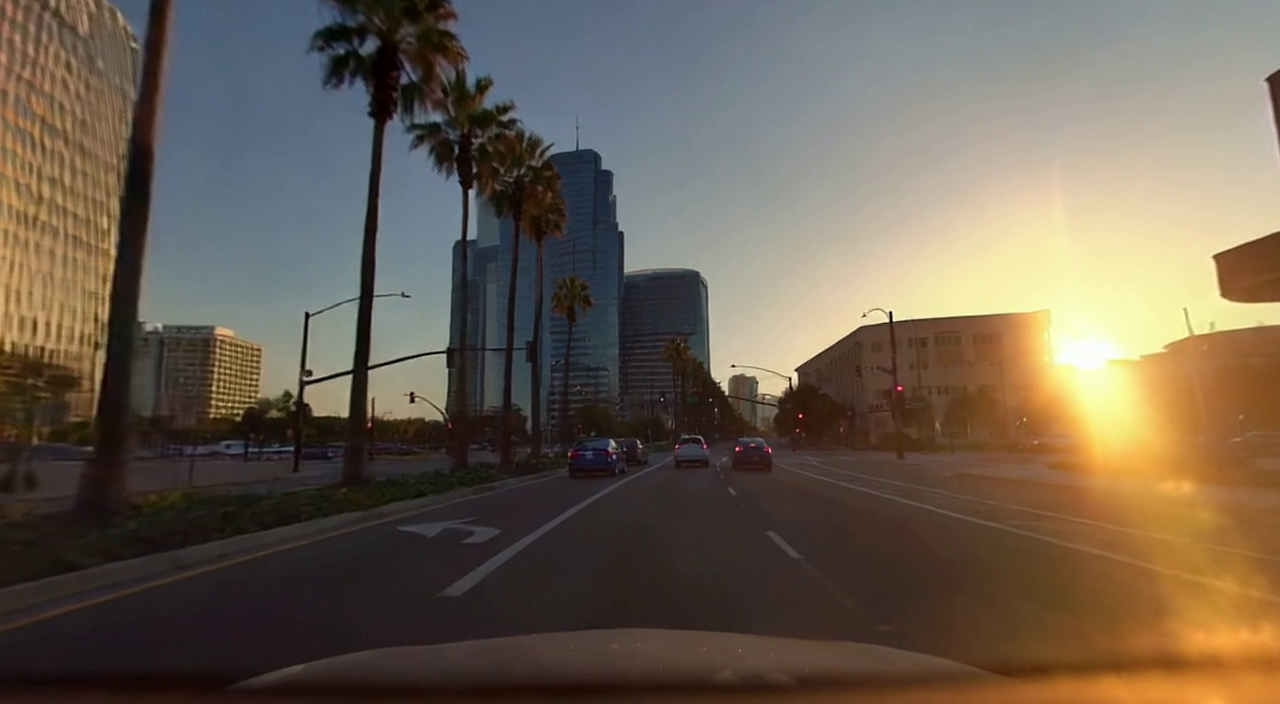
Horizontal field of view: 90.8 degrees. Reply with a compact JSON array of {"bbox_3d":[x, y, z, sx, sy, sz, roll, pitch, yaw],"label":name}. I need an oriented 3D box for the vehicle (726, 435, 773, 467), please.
[{"bbox_3d":[5.653,5.128,32.941,1.936,1.567,3.896,0,-8,3],"label":"vehicle"}]

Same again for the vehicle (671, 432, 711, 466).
[{"bbox_3d":[2.863,5.325,34.808,2.060,1.730,4.257,-1,-8,6],"label":"vehicle"}]

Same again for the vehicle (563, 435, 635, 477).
[{"bbox_3d":[-1.462,4.022,24.718,1.962,1.480,4.605,-1,-8,7],"label":"vehicle"}]
